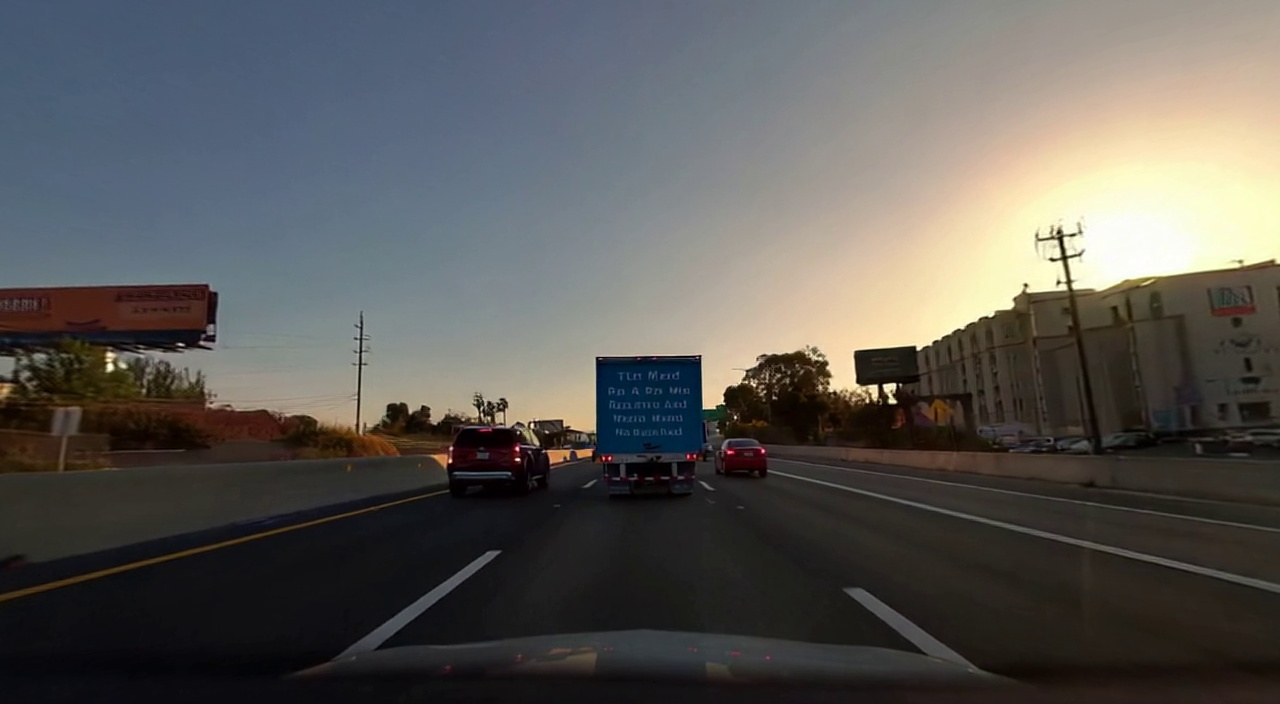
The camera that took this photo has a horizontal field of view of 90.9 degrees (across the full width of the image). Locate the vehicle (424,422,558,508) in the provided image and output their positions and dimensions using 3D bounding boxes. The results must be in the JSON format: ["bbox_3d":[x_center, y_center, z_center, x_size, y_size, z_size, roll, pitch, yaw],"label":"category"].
[{"bbox_3d":[-3.488,2.741,15.748,2.133,1.808,4.349,-1,-8,2],"label":"vehicle"}]

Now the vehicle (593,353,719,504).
[{"bbox_3d":[0.423,2.264,18.087,2.733,3.296,8.571,0,-8,1],"label":"vehicle"}]

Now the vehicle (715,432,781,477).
[{"bbox_3d":[4.391,4.244,26.413,1.986,1.718,4.296,0,-8,0],"label":"vehicle"}]
